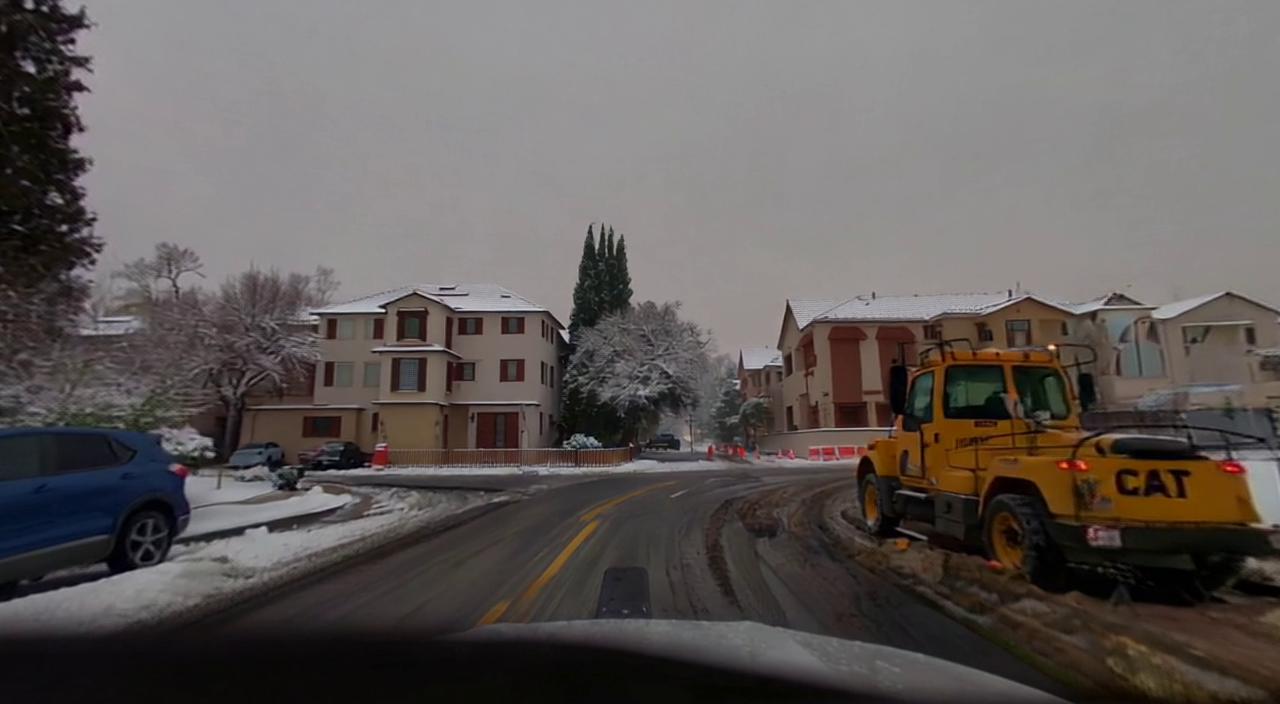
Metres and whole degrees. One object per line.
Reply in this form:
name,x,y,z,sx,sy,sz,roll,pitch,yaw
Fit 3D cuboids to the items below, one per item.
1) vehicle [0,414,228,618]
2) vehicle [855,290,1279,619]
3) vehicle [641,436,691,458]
vehicle,-6.704,1.510,6.018,2.220,1.765,4.799,0,-8,1
vehicle,4.355,1.045,6.891,2.501,2.613,3.505,0,-9,-4
vehicle,1.940,7.237,47.967,3.629,1.578,1.802,0,-8,-1
